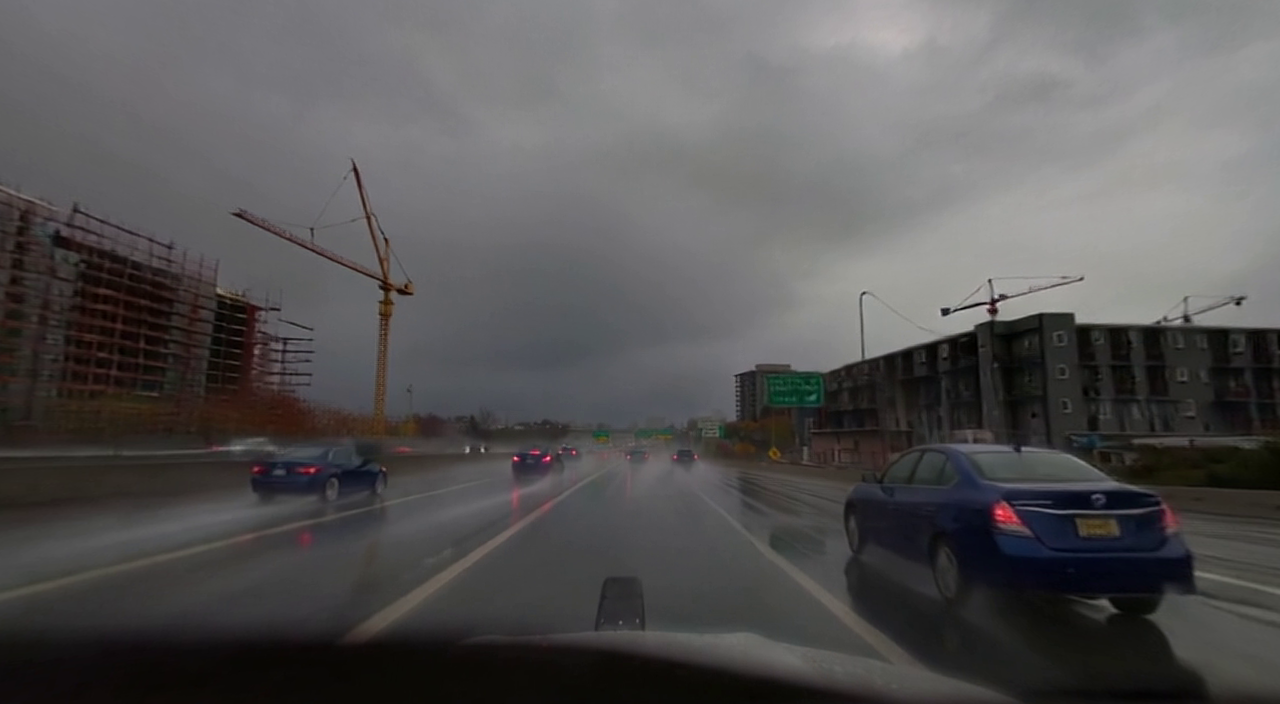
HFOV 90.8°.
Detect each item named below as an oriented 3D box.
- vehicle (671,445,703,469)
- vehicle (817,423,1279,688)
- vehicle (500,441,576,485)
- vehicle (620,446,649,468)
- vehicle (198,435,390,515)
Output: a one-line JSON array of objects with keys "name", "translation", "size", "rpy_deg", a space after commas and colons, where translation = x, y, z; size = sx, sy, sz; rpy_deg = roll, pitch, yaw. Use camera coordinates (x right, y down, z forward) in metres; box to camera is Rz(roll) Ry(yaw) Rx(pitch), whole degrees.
[{"name": "vehicle", "translation": [3.384, 7.635, 46.107], "size": [1.978, 1.602, 4.092], "rpy_deg": [1, -8, -1]}, {"name": "vehicle", "translation": [3.336, 1.493, 5.905], "size": [1.995, 1.486, 4.463], "rpy_deg": [1, -8, -1]}, {"name": "vehicle", "translation": [-3.834, 4.237, 24.611], "size": [2.136, 1.512, 4.488], "rpy_deg": [0, -8, 1]}, {"name": "vehicle", "translation": [-0.421, 7.628, 46.164], "size": [2.019, 1.472, 3.971], "rpy_deg": [1, -8, 0]}, {"name": "vehicle", "translation": [-7.595, 2.711, 14.461], "size": [1.951, 1.528, 4.209], "rpy_deg": [0, -8, 0]}]
